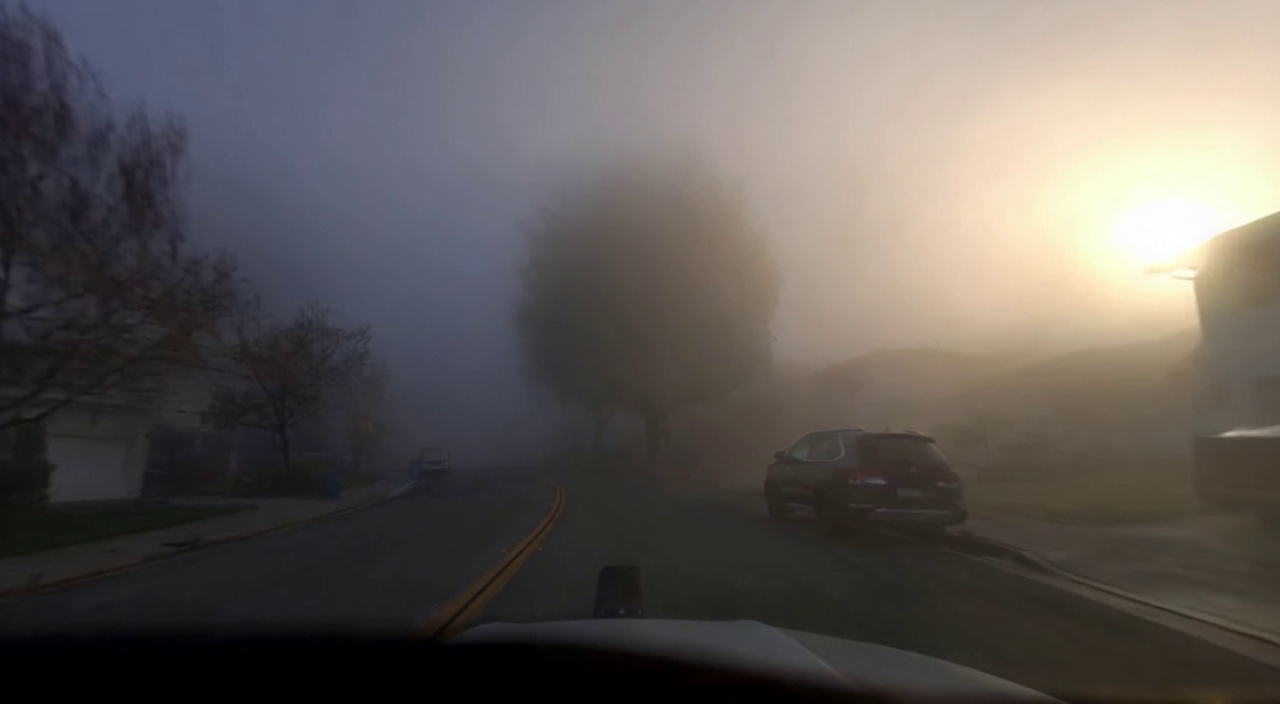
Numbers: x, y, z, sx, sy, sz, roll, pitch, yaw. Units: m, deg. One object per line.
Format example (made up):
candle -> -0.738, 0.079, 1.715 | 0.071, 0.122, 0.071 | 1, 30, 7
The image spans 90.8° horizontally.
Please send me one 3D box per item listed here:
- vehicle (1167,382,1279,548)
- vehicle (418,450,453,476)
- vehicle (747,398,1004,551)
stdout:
vehicle -> 9.547, 1.066, 7.263 | 4.934, 1.763, 2.191 | -6, -5, -2
vehicle -> -12.656, 6.826, 39.109 | 1.902, 1.434, 4.313 | 2, -8, -17
vehicle -> 3.492, 1.912, 10.657 | 2.214, 1.962, 4.733 | 0, -8, -4
